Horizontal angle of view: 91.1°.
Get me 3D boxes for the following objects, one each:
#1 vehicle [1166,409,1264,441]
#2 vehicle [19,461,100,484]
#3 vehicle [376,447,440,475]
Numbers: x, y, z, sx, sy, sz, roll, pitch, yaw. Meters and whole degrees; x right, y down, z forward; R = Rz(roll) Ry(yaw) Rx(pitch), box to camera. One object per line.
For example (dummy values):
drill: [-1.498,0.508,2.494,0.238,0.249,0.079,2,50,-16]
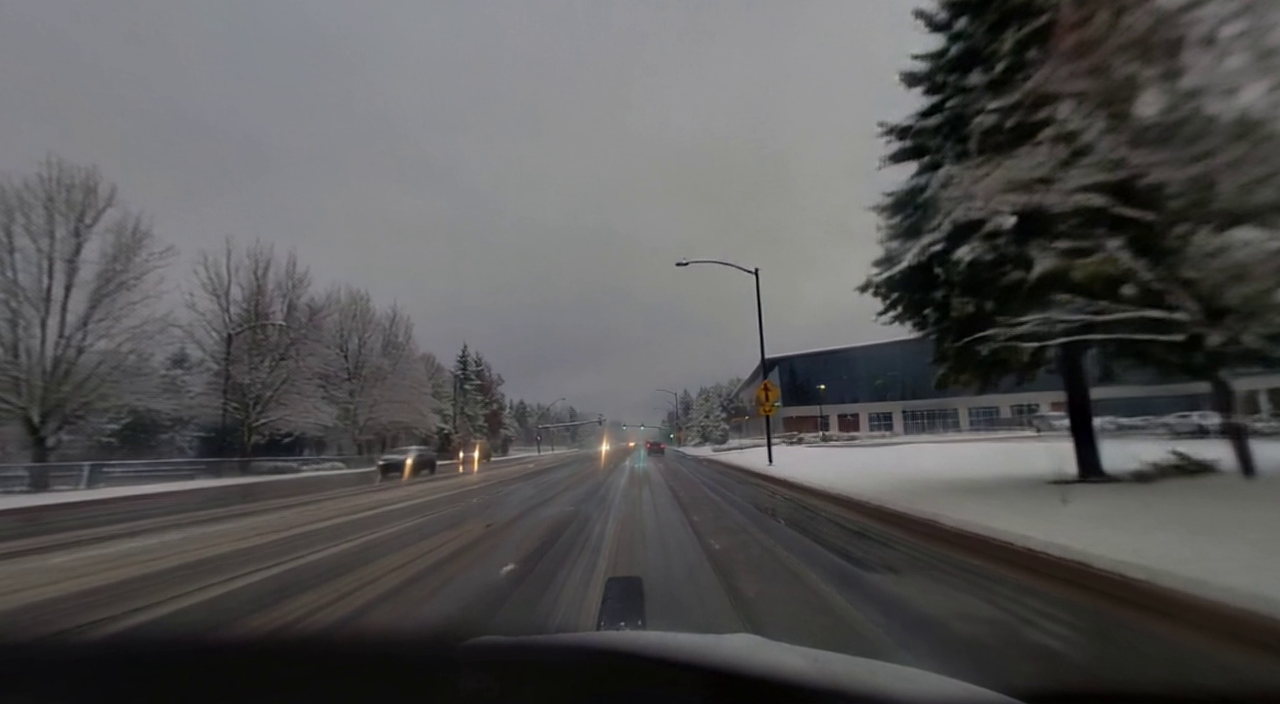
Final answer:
vehicle: [39.046,5.009,42.819,2.045,2.000,4.878,-1,-8,0]
vehicle: [-41.905,8.690,45.323,4.101,1.465,1.819,0,-8,3]
vehicle: [-13.591,6.397,37.088,1.939,1.548,4.490,0,-8,2]
